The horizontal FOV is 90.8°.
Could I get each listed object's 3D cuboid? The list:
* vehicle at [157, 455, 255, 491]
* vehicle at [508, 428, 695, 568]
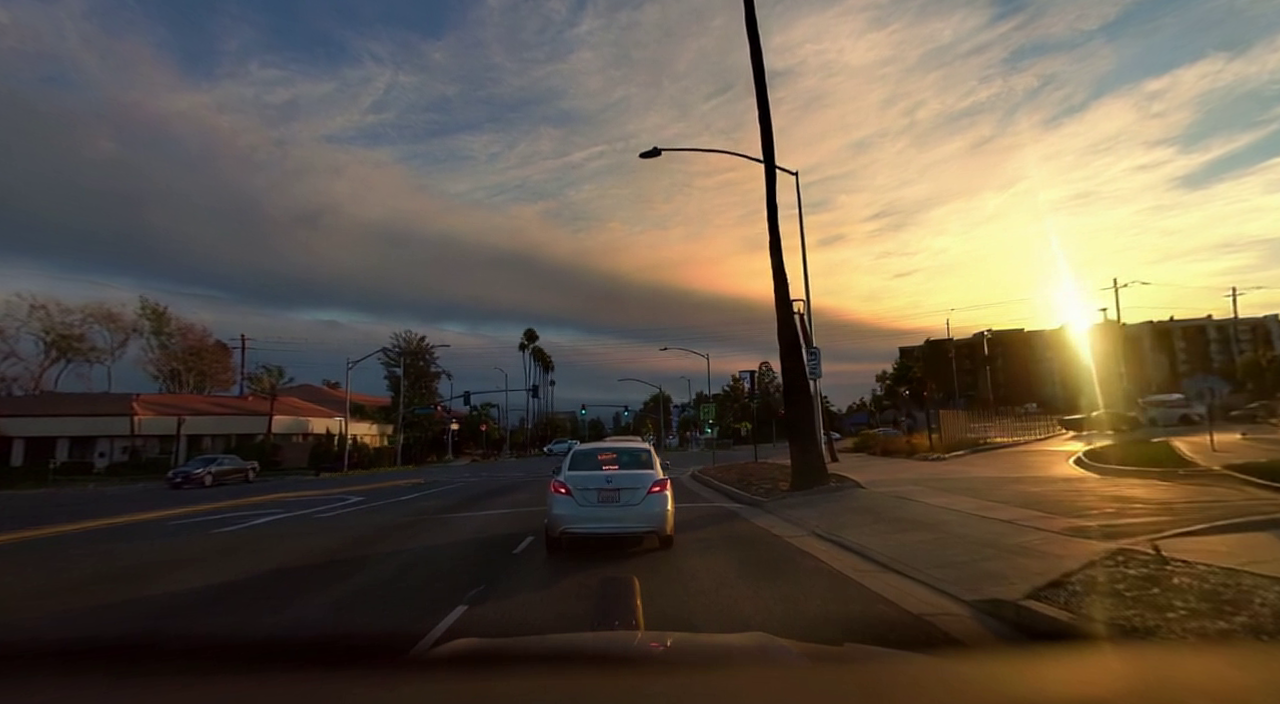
[{"bbox_3d":[-23.300,6.467,34.164,1.990,1.752,4.673,0,-9,-1],"label":"vehicle"},{"bbox_3d":[-0.458,1.911,8.977,2.060,1.526,3.859,0,-9,-1],"label":"vehicle"}]
